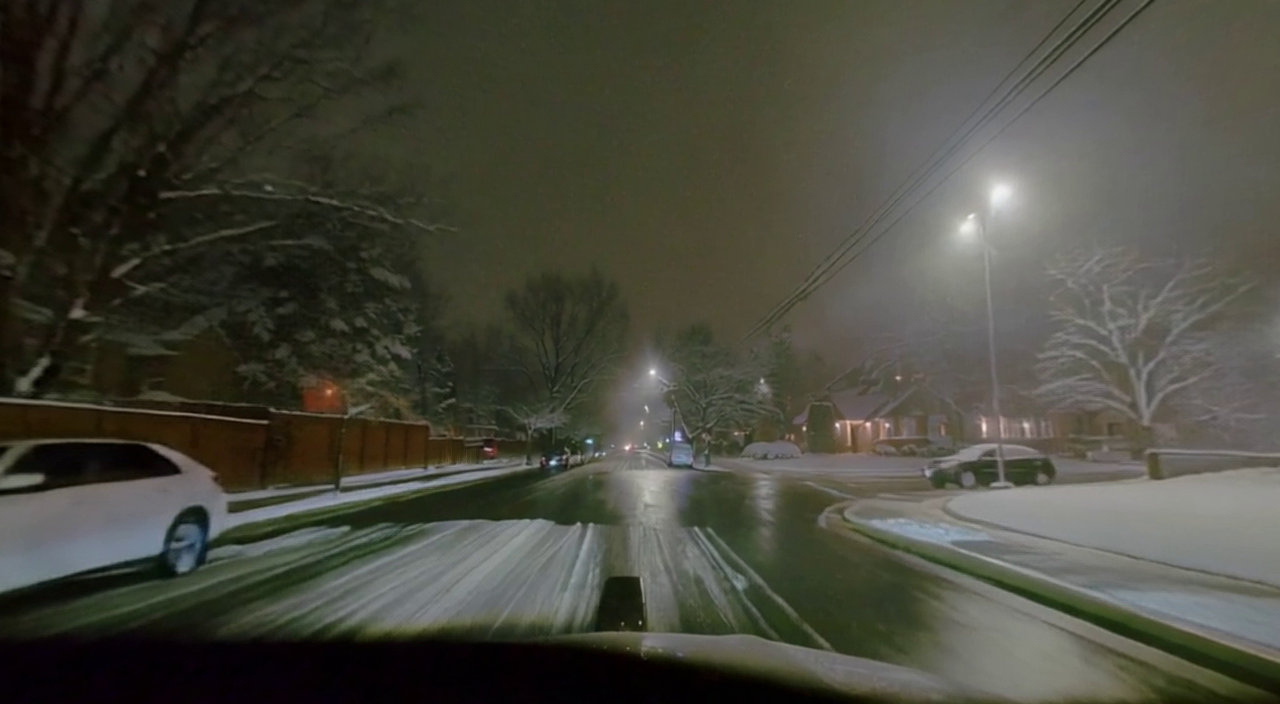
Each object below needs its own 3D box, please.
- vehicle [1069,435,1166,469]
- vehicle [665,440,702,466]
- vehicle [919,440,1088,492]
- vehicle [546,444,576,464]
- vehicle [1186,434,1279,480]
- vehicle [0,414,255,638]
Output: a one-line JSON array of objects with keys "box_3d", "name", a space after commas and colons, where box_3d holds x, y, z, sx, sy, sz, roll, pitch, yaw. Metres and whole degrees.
[{"box_3d": [27.308, 5.699, 35.900, 4.674, 1.831, 2.139, 3, -10, -22], "name": "vehicle"}, {"box_3d": [3.042, 7.232, 44.914, 2.140, 1.749, 4.369, 1, -9, -3], "name": "vehicle"}, {"box_3d": [12.537, 3.914, 21.832, 4.708, 1.527, 2.113, 0, -8, -10], "name": "vehicle"}, {"box_3d": [-6.148, 8.010, 49.375, 1.947, 1.557, 3.900, 0, -9, -2], "name": "vehicle"}, {"box_3d": [24.431, 4.166, 25.044, 4.304, 1.710, 1.936, 3, -9, -20], "name": "vehicle"}, {"box_3d": [-6.011, 1.518, 5.902, 1.998, 1.742, 4.210, 0, -9, 1], "name": "vehicle"}]
